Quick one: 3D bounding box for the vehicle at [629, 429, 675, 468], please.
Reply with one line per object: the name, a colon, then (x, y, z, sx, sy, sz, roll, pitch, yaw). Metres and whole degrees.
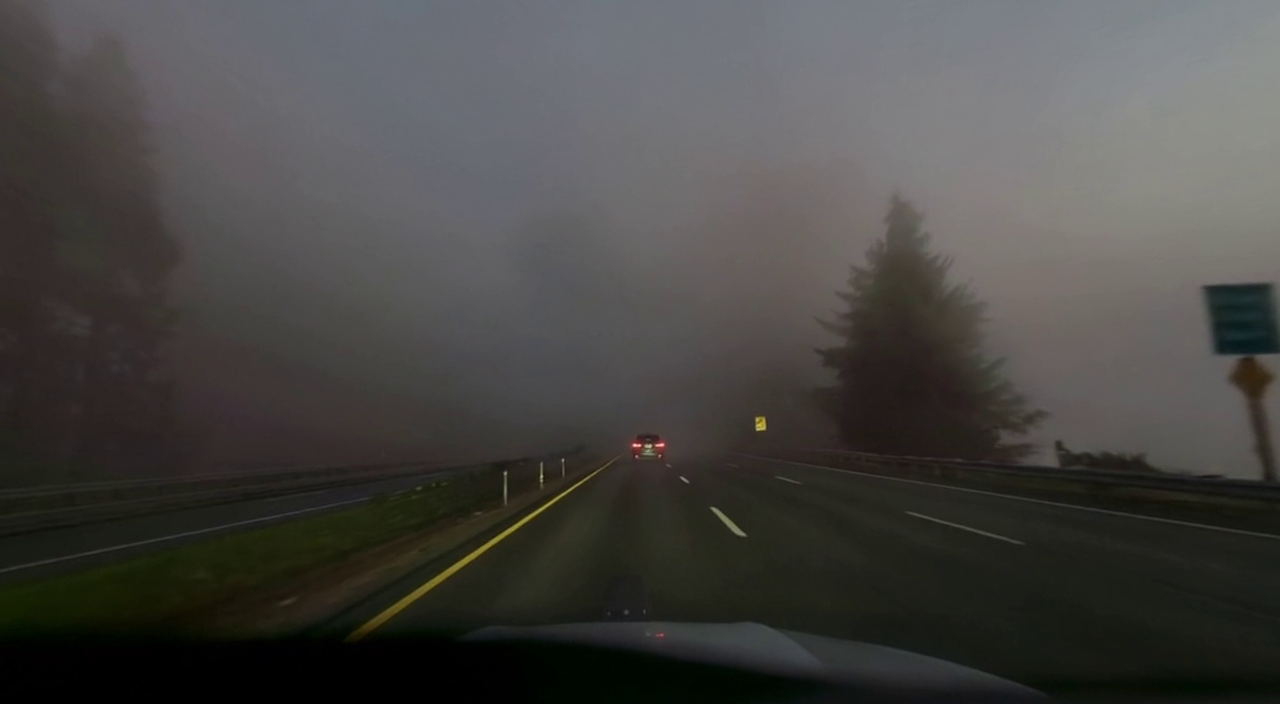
vehicle: (0.650, 5.156, 33.890, 2.301, 1.944, 4.554, 0, -8, 1)
